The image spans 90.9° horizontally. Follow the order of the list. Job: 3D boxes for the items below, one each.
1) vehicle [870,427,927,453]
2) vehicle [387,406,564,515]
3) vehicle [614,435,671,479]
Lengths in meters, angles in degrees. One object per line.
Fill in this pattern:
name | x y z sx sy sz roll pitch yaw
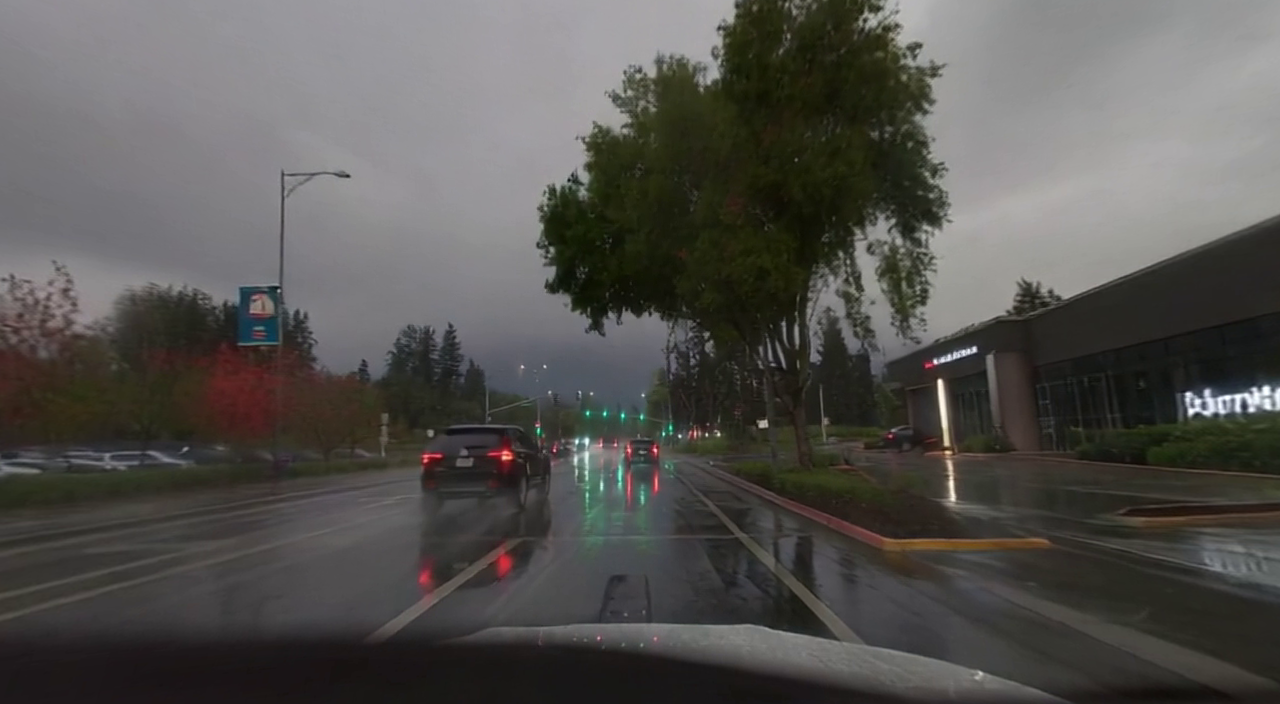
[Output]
vehicle | 17.524 6.000 42.919 1.856 1.491 4.209 -5 -8 -3
vehicle | -3.372 2.399 14.411 2.358 1.990 5.447 0 -8 2
vehicle | 0.145 4.184 25.417 2.108 1.612 4.246 0 -8 1
